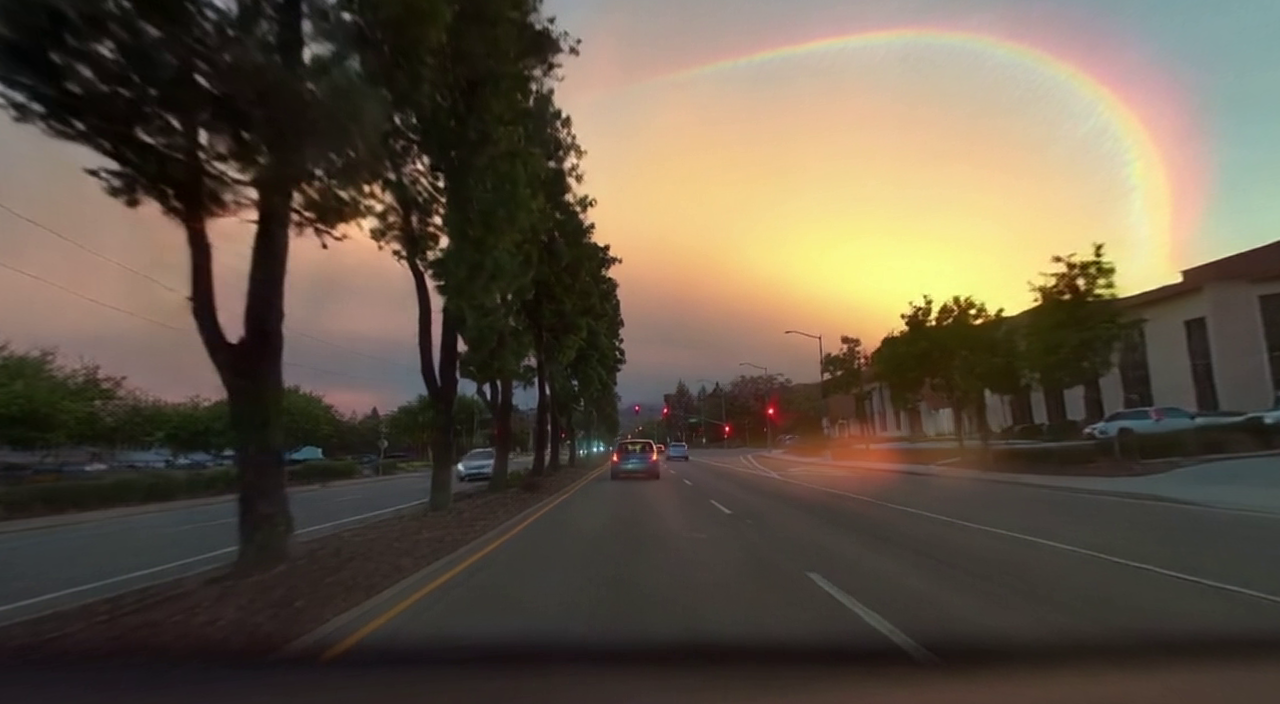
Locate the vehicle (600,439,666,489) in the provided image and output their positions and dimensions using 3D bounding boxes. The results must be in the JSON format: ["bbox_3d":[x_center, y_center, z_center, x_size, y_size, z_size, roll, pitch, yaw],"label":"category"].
[{"bbox_3d":[-0.261,4.029,23.072,2.181,1.639,4.127,0,-9,-1],"label":"vehicle"}]

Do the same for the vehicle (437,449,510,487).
[{"bbox_3d":[-7.407,5.183,28.610,2.094,1.579,4.297,0,-9,0],"label":"vehicle"}]
